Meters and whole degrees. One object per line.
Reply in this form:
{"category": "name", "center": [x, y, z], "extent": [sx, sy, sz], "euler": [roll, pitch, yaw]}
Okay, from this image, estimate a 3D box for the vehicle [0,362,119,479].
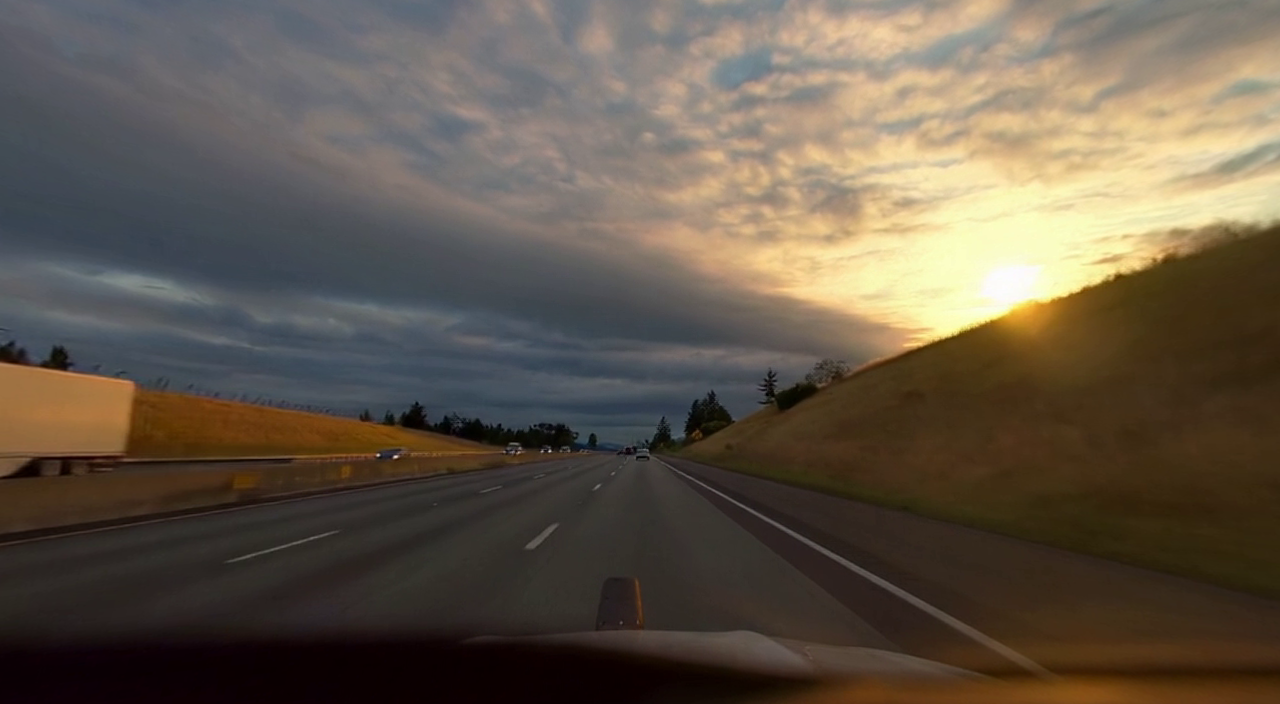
{"category": "vehicle", "center": [-23.304, 1.942, 18.964], "extent": [2.904, 3.928, 14.552], "euler": [0, -9, 0]}
